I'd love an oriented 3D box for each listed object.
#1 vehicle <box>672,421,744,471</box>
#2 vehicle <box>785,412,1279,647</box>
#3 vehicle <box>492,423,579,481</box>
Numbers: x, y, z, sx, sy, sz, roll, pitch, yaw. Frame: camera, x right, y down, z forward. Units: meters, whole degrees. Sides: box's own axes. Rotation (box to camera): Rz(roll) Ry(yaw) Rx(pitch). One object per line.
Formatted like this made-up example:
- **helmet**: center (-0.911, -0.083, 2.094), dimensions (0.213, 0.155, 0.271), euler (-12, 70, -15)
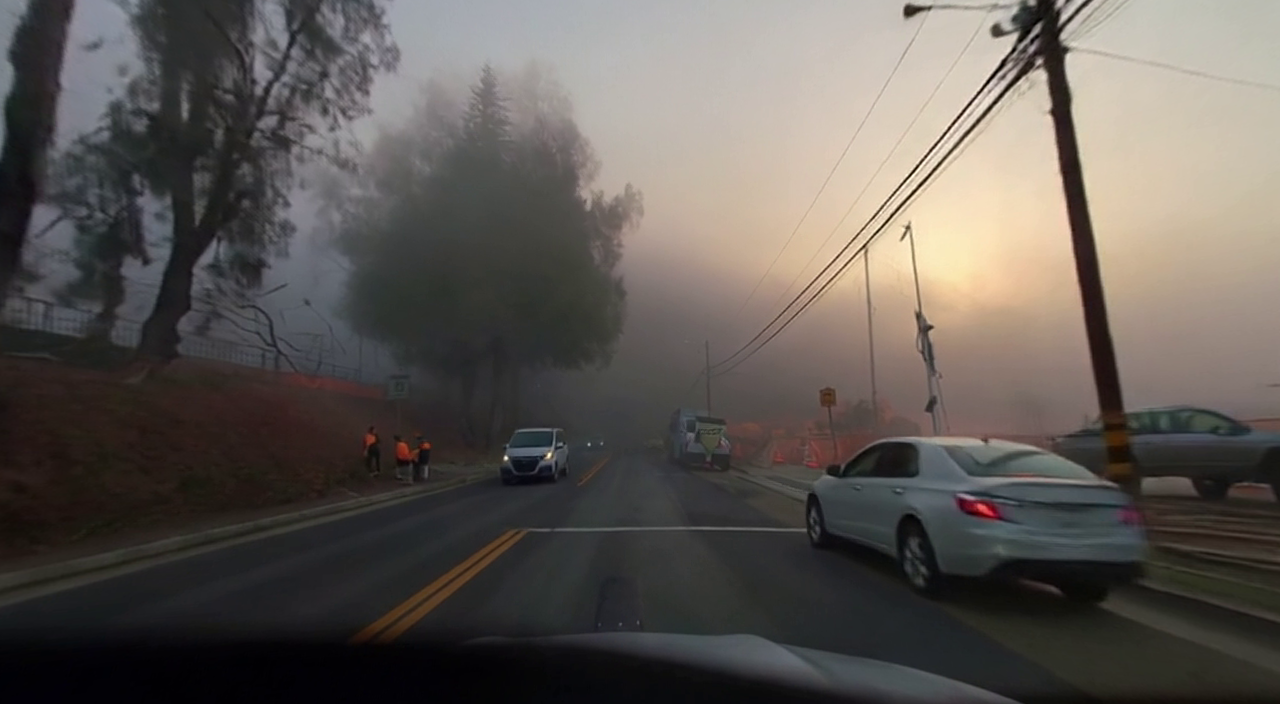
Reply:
- **vehicle**: center (3.066, 4.469, 30.026), dimensions (2.759, 2.114, 6.152), euler (0, -9, 0)
- **vehicle**: center (3.152, 1.493, 6.475), dimensions (2.006, 1.482, 4.722), euler (0, -9, -3)
- **vehicle**: center (-3.777, 3.766, 23.986), dimensions (2.358, 1.921, 5.675), euler (0, -9, 0)
